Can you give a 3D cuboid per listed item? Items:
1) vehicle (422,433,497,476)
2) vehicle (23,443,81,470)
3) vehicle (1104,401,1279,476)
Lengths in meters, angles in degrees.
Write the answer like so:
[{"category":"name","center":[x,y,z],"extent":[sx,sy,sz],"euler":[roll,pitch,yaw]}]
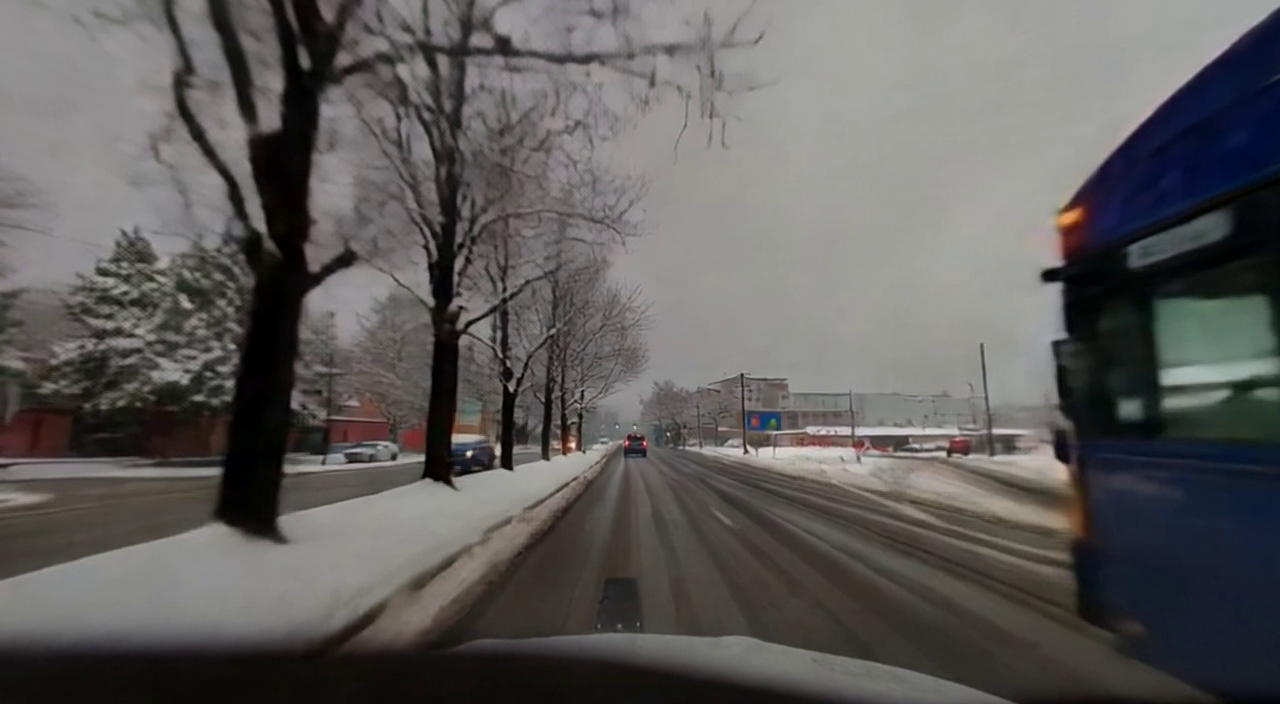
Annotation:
[{"category":"vehicle","center":[-7.759,4.438,27.638],"extent":[2.008,1.701,4.430],"euler":[1,-8,-1]},{"category":"vehicle","center":[-39.483,6.934,42.347],"extent":[5.533,1.639,2.403],"euler":[-7,-11,44]},{"category":"vehicle","center":[25.798,3.917,28.401],"extent":[8.606,3.093,2.803],"euler":[2,-8,-13]}]
